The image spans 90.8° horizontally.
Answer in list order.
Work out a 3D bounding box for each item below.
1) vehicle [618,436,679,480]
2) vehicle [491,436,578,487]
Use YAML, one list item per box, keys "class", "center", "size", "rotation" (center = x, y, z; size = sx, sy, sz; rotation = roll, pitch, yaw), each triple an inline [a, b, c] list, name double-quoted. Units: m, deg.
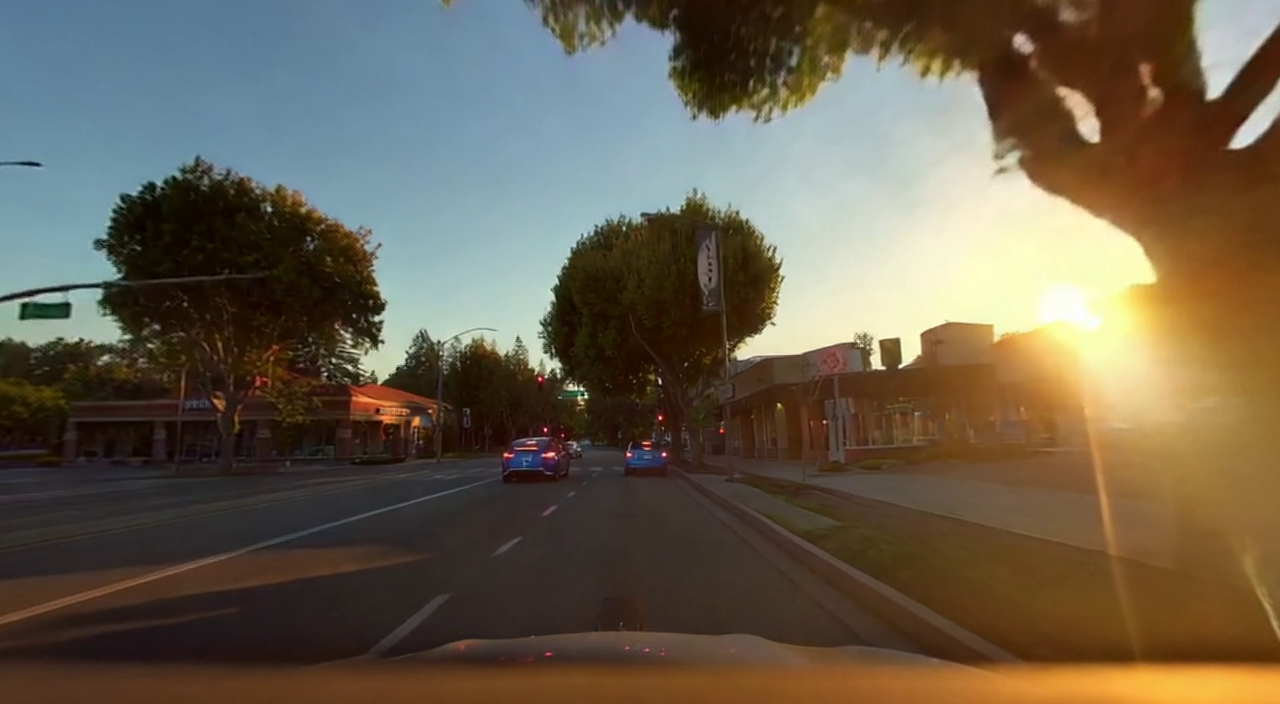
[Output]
- class: "vehicle"
  center: [0.284, 3.884, 23.374]
  size: [2.059, 1.456, 4.047]
  rotation: [0, -8, 0]
- class: "vehicle"
  center: [-3.276, 3.500, 20.556]
  size: [2.032, 1.467, 4.411]
  rotation: [0, -8, 1]
